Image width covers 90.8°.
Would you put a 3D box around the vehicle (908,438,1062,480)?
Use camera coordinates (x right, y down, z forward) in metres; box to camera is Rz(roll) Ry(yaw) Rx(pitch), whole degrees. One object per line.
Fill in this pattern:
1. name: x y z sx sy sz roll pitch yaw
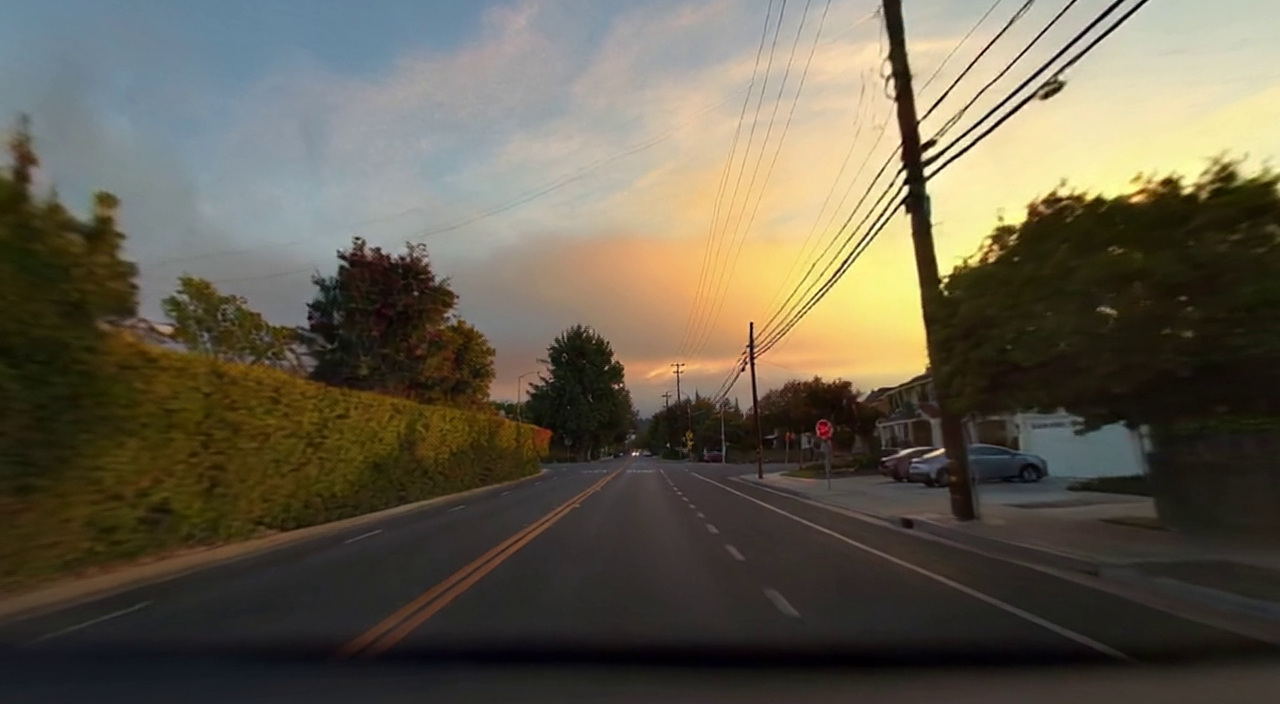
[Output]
1. vehicle: 12.833 4.007 23.717 4.650 1.484 1.929 0 -9 -1
